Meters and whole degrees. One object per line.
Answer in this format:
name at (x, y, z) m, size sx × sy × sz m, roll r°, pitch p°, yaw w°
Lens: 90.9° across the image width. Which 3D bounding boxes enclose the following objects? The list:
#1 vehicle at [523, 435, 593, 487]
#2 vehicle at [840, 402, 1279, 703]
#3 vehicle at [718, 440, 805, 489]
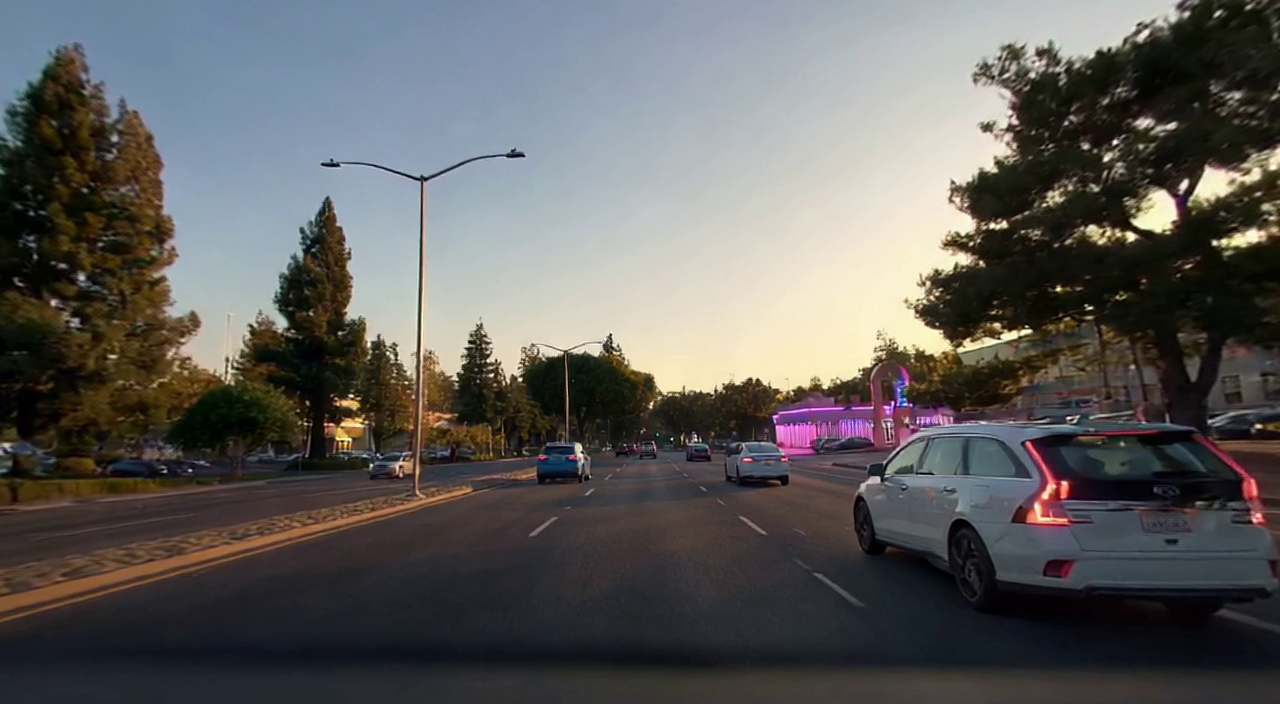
vehicle at (-2.979, 4.071, 23.861) m, size 1.981 × 1.731 × 4.360 m, roll 0°, pitch -8°, yaw 1°
vehicle at (3.472, 1.330, 5.356) m, size 1.976 × 1.491 × 4.714 m, roll 0°, pitch -8°, yaw 0°
vehicle at (4.052, 3.848, 21.915) m, size 2.036 × 1.480 × 4.659 m, roll 0°, pitch -8°, yaw -1°
